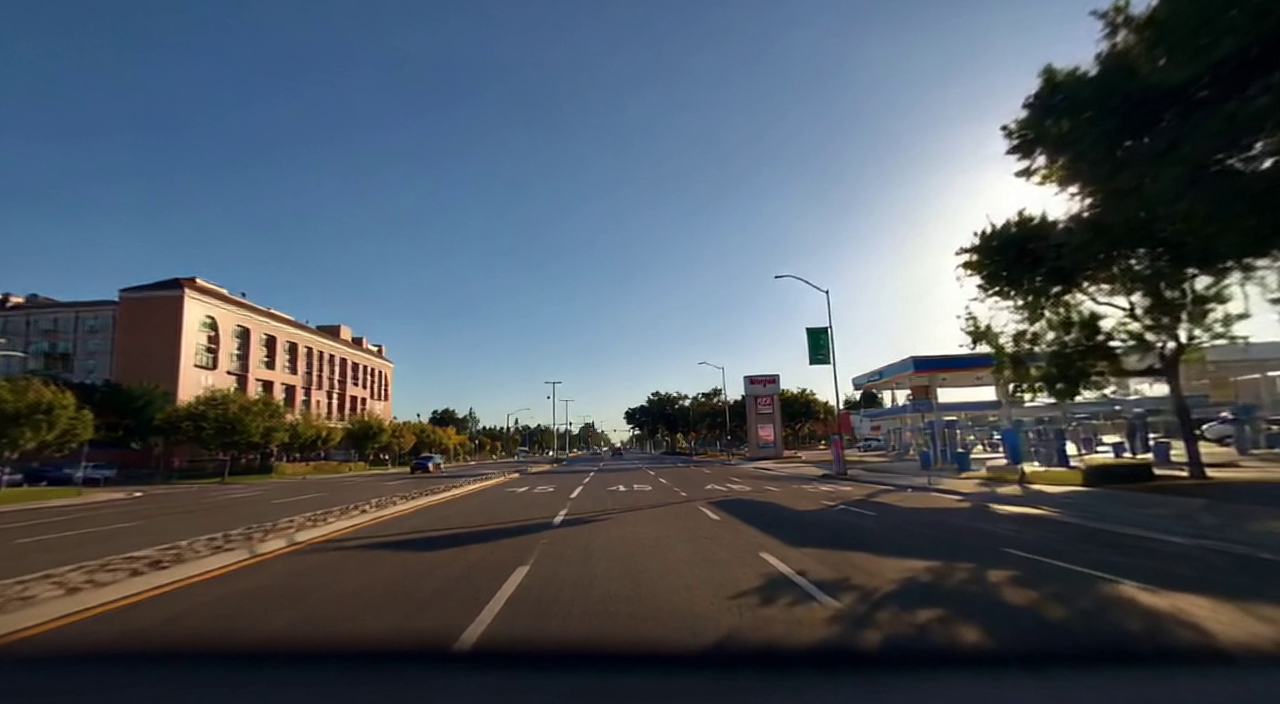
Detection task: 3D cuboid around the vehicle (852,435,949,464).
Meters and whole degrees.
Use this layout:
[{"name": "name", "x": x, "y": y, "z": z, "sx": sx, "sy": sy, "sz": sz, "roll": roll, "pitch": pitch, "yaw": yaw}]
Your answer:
[{"name": "vehicle", "x": 14.610, "y": 5.509, "z": 35.628, "sx": 4.548, "sy": 1.568, "sz": 1.953, "roll": 0, "pitch": -9, "yaw": -2}]

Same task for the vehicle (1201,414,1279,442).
[{"name": "vehicle", "x": 40.570, "y": 5.087, "z": 42.053, "sx": 1.889, "sy": 1.699, "sz": 4.777, "roll": -1, "pitch": -8, "yaw": -1}]
